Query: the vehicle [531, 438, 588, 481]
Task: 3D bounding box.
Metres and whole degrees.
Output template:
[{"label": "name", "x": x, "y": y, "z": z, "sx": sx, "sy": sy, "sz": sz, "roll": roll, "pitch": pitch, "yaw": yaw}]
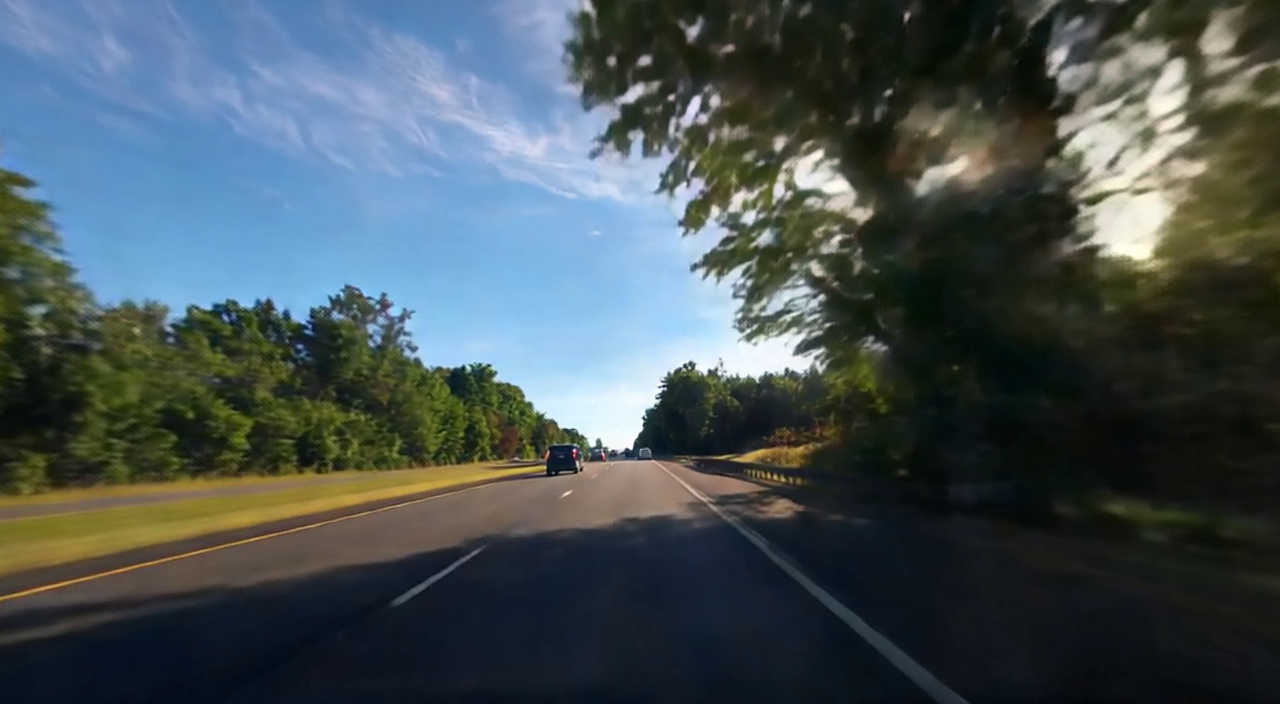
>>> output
[{"label": "vehicle", "x": -3.689, "y": 5.025, "z": 29.650, "sx": 2.056, "sy": 1.811, "sz": 4.202, "roll": 0, "pitch": -9, "yaw": 1}]
